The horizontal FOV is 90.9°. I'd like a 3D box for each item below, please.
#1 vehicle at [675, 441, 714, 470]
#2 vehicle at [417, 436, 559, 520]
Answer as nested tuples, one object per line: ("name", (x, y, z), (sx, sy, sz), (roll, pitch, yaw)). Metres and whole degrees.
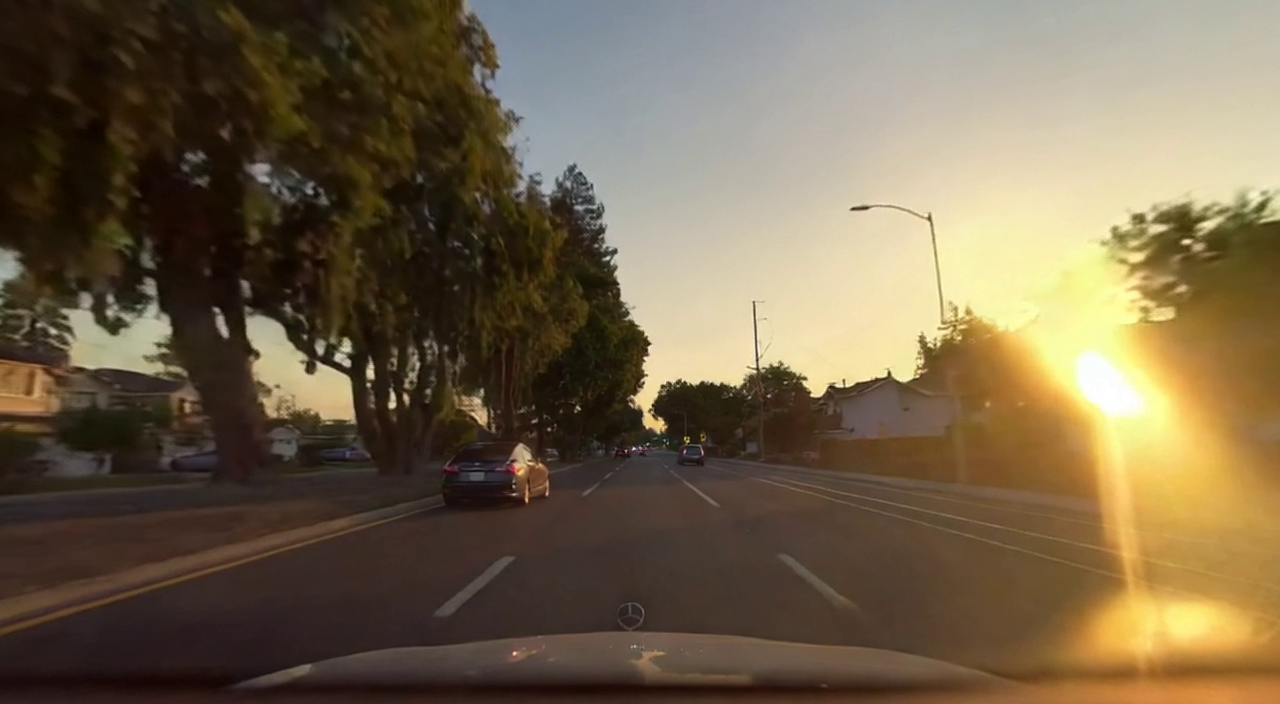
("vehicle", (3.574, 6.874, 41.877), (2.114, 1.780, 4.445), (0, -9, -1))
("vehicle", (-3.078, 2.653, 13.795), (1.966, 1.524, 4.410), (0, -9, 0))
